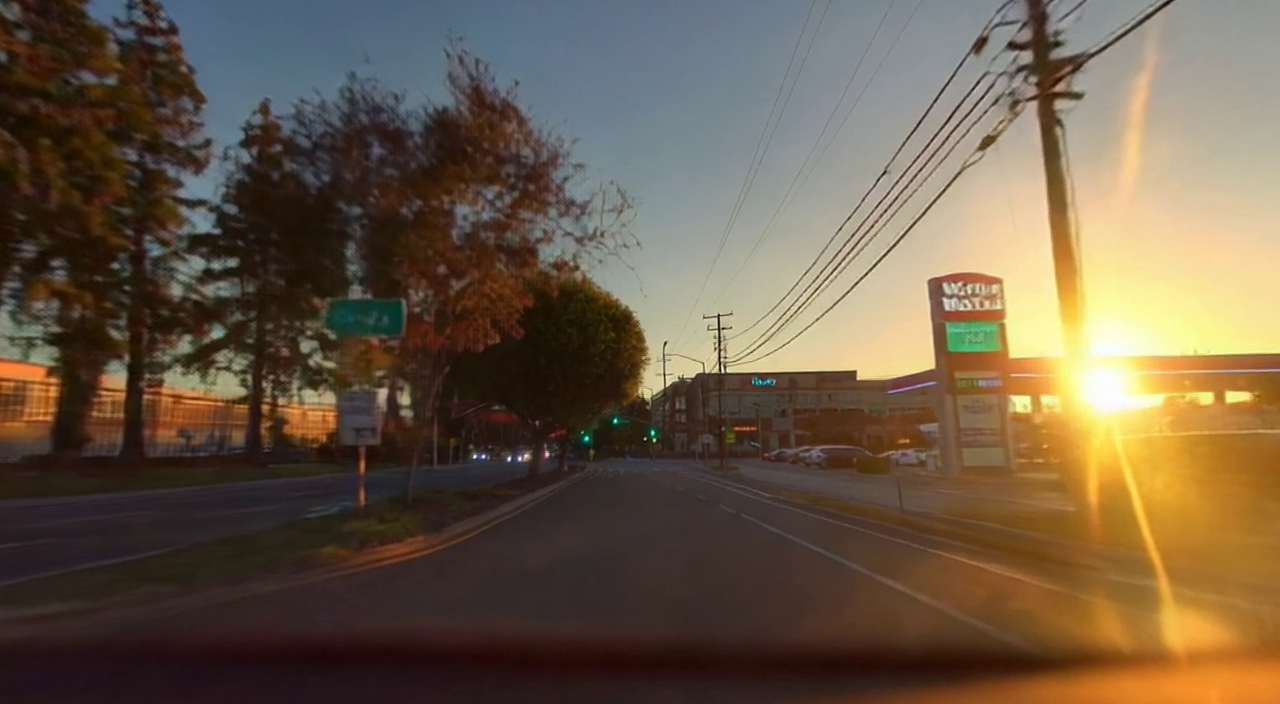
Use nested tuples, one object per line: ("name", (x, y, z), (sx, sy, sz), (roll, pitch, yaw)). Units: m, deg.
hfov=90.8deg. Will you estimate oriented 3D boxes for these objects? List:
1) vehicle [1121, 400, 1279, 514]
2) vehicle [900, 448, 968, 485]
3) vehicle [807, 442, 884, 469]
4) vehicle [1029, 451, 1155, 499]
("vehicle", (17.932, 3.074, 18.769), (2.642, 2.930, 5.826), (0, -8, 1))
("vehicle", (16.534, 6.359, 35.418), (2.086, 1.845, 4.694), (-8, -11, 41))
("vehicle", (15.193, 7.690, 46.859), (4.996, 1.720, 2.027), (1, -12, 2))
("vehicle", (18.024, 4.862, 25.503), (2.041, 1.674, 4.301), (2, -9, 2))
